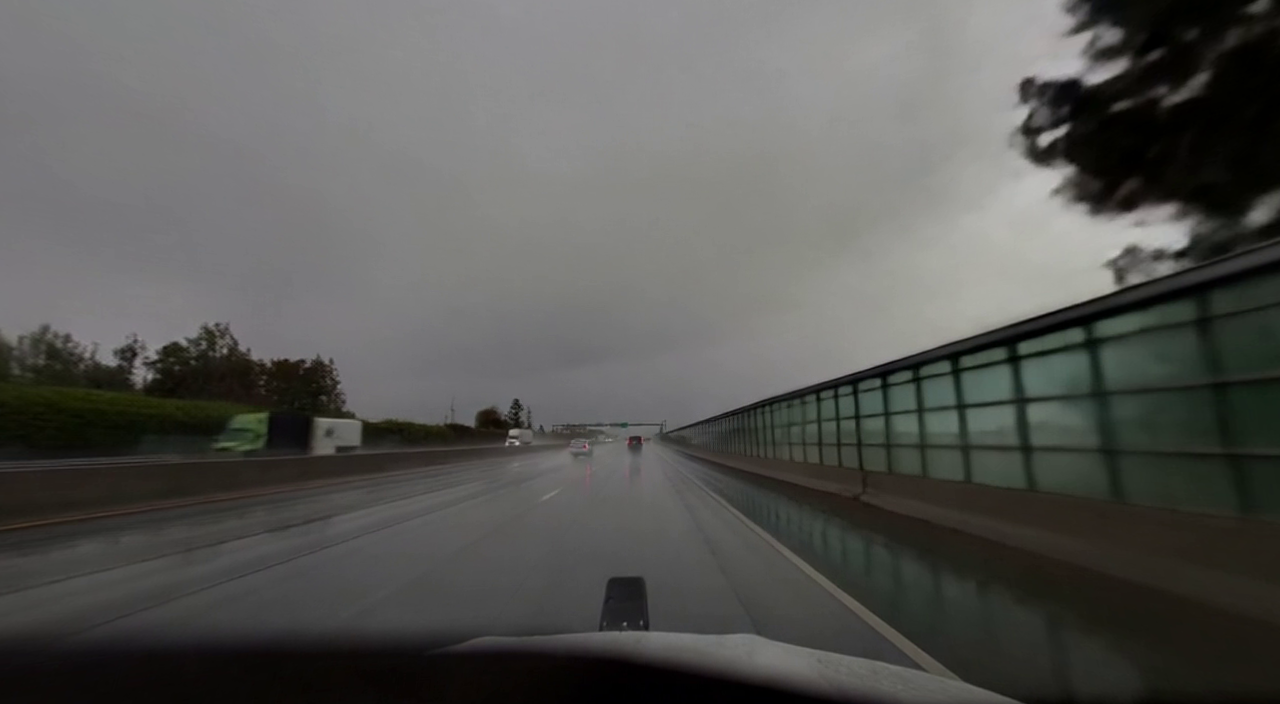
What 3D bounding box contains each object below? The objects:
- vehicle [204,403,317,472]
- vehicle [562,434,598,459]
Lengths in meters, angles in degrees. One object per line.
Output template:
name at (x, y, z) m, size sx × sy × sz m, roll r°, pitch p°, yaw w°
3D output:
vehicle at (-24.850, 5.735, 41.591) m, size 3.405 × 4.202 × 6.331 m, roll 0°, pitch -9°, yaw -1°
vehicle at (-4.168, 6.612, 43.963) m, size 2.063 × 1.598 × 4.189 m, roll 0°, pitch -8°, yaw 0°
